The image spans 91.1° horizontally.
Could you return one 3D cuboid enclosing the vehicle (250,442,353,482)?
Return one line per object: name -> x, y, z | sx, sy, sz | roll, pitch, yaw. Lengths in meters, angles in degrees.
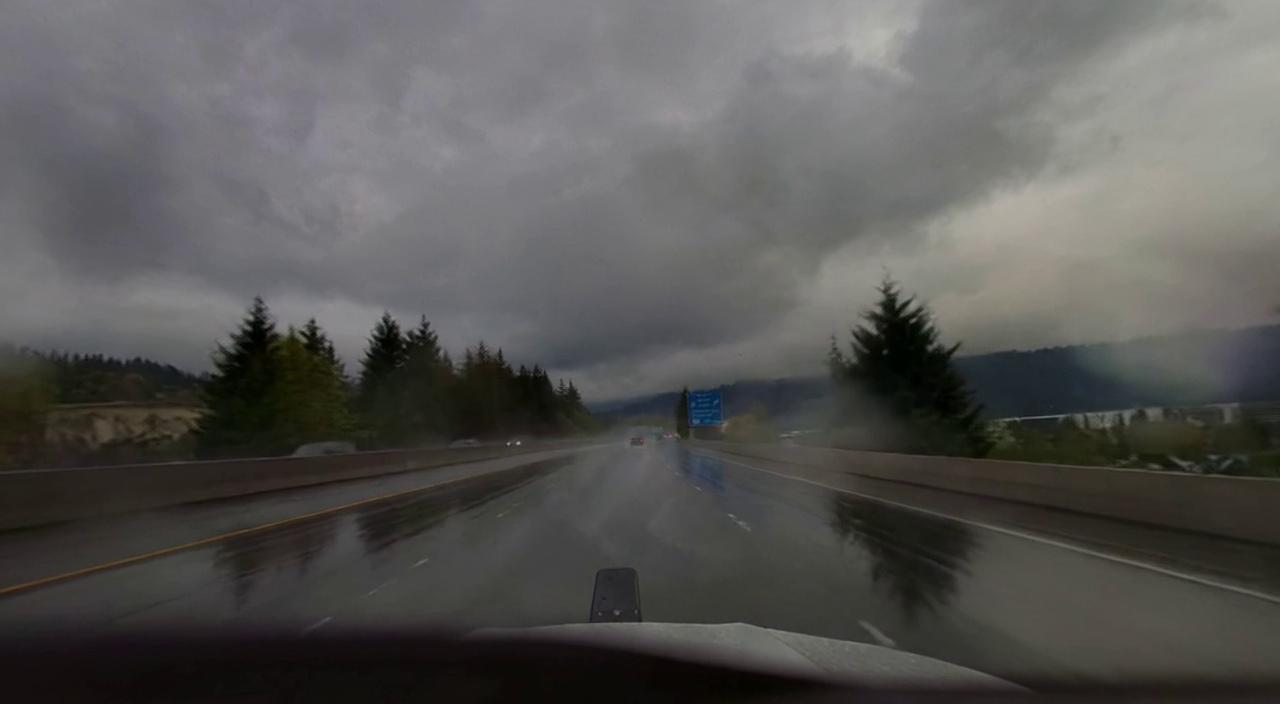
vehicle -> -13.618, 4.407, 25.627 | 1.859, 1.433, 4.203 | 0, -8, 0
